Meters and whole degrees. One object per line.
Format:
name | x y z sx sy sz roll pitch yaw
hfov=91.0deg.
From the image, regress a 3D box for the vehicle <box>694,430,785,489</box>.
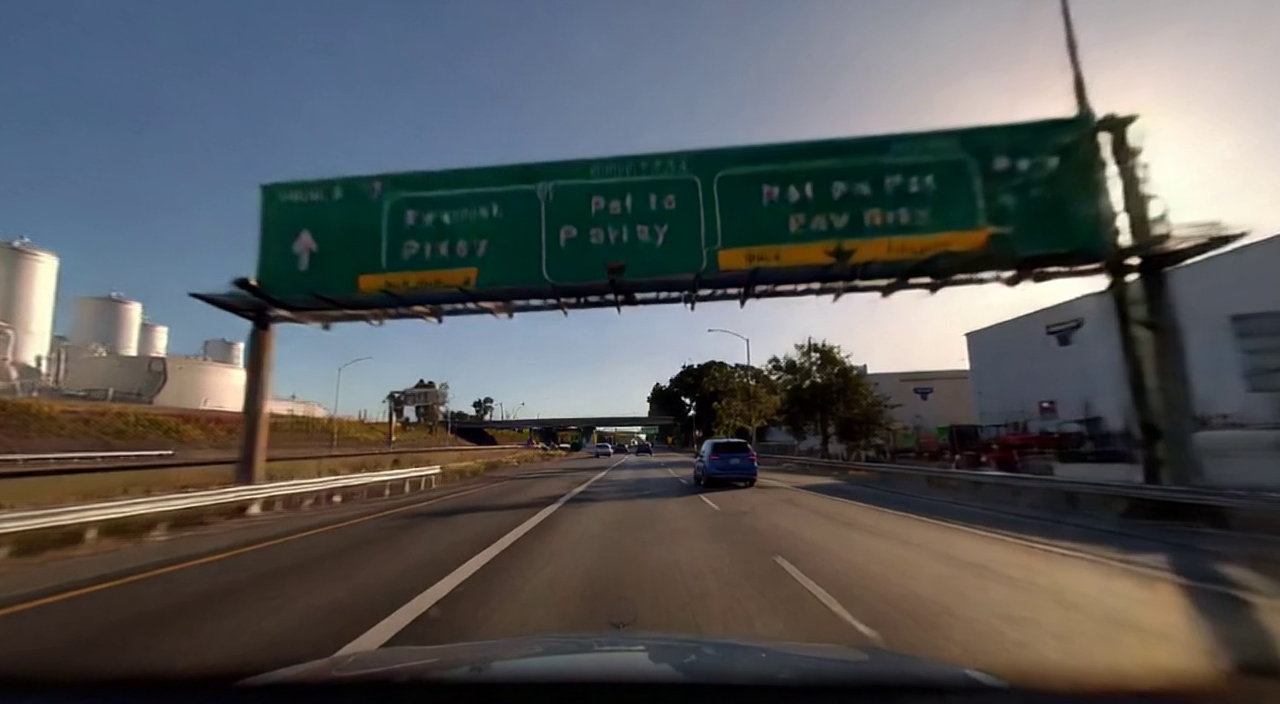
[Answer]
vehicle | 3.302 3.712 22.073 2.296 1.790 5.067 0 -9 0
